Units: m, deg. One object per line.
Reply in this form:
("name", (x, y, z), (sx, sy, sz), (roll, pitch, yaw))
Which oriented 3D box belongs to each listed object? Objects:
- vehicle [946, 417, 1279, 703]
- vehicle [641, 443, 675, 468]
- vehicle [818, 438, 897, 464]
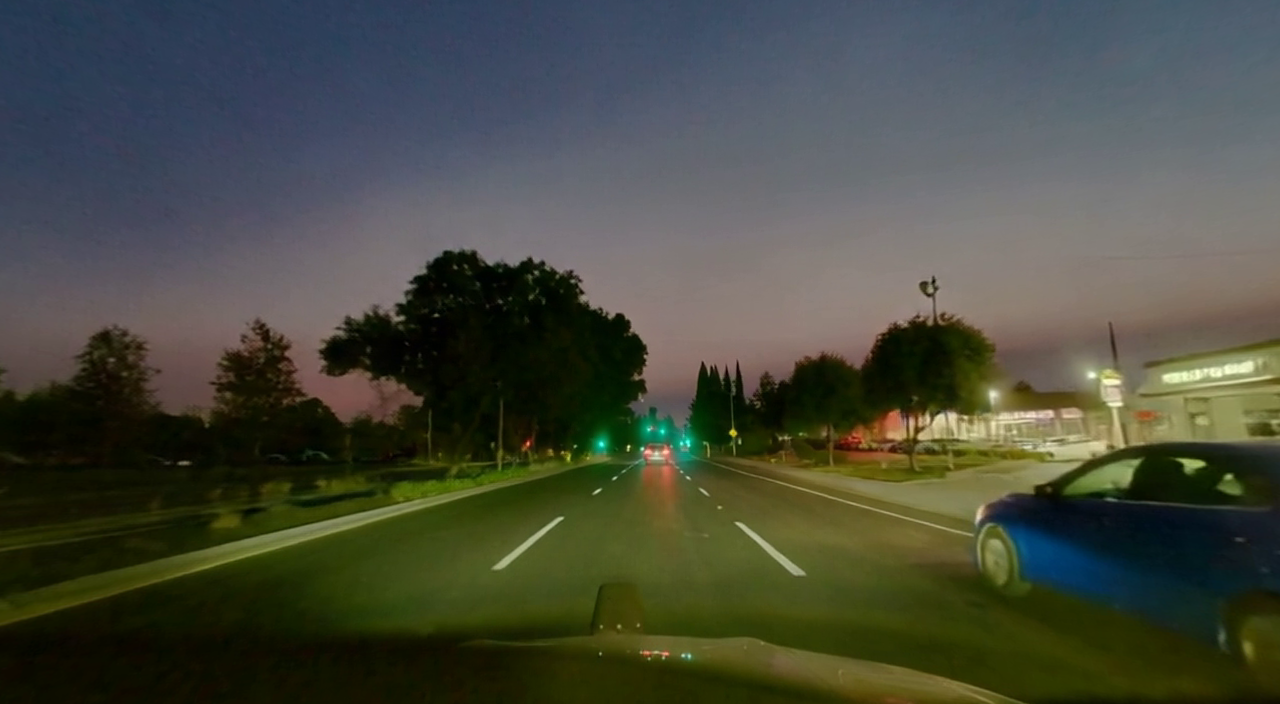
("vehicle", (4.151, 1.210, 4.040), (2.053, 1.482, 4.568), (0, -8, 0))
("vehicle", (1.152, 6.715, 40.914), (2.144, 1.505, 4.128), (0, -8, 1))
("vehicle", (15.293, 7.008, 44.338), (4.722, 1.500, 1.975), (-4, -9, 1))
